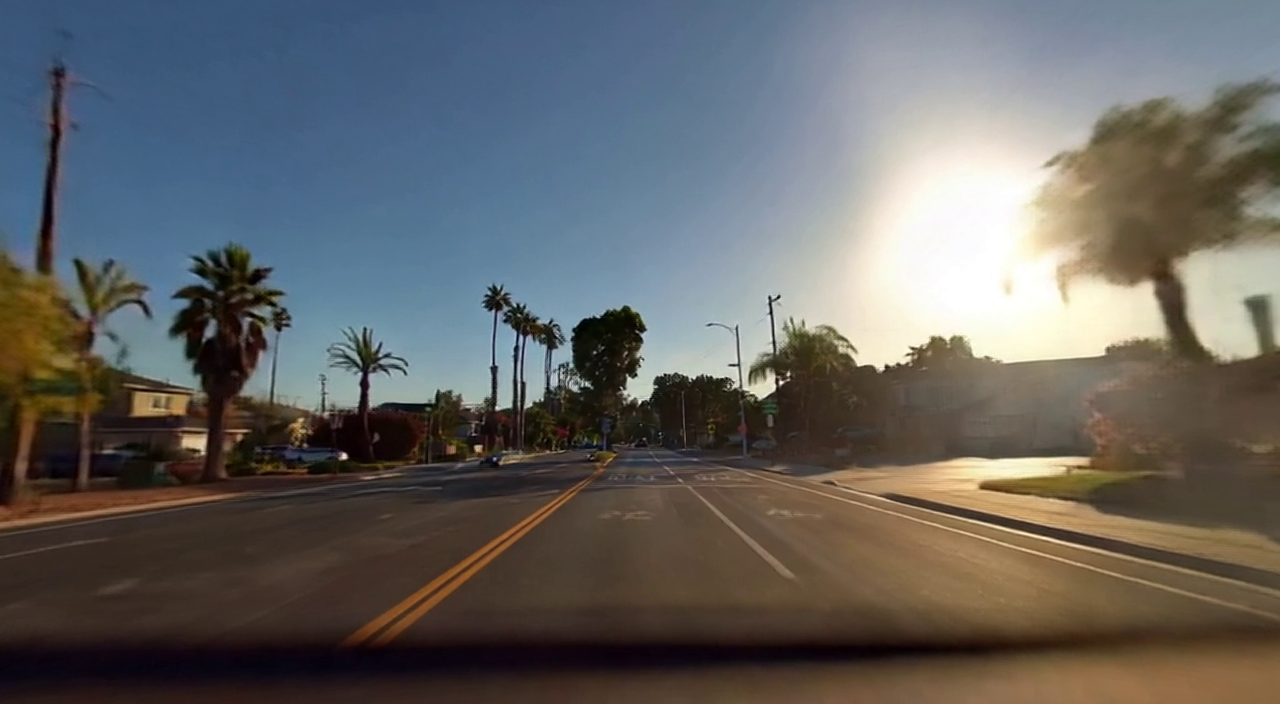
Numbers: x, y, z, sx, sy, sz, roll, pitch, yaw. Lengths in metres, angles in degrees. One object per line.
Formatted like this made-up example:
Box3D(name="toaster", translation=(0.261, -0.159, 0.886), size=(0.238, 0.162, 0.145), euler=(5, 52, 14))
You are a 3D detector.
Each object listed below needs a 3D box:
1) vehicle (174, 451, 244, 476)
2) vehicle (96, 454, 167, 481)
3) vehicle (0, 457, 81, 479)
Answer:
Box3D(name="vehicle", translation=(-27.805, 7.189, 40.727), size=(4.634, 1.513, 1.841), euler=(-6, -11, 31))
Box3D(name="vehicle", translation=(-32.683, 7.408, 40.574), size=(4.072, 1.545, 1.920), euler=(-4, -9, 27))
Box3D(name="vehicle", translation=(-41.844, 8.037, 43.807), size=(4.182, 1.485, 1.843), euler=(0, -9, -3))
